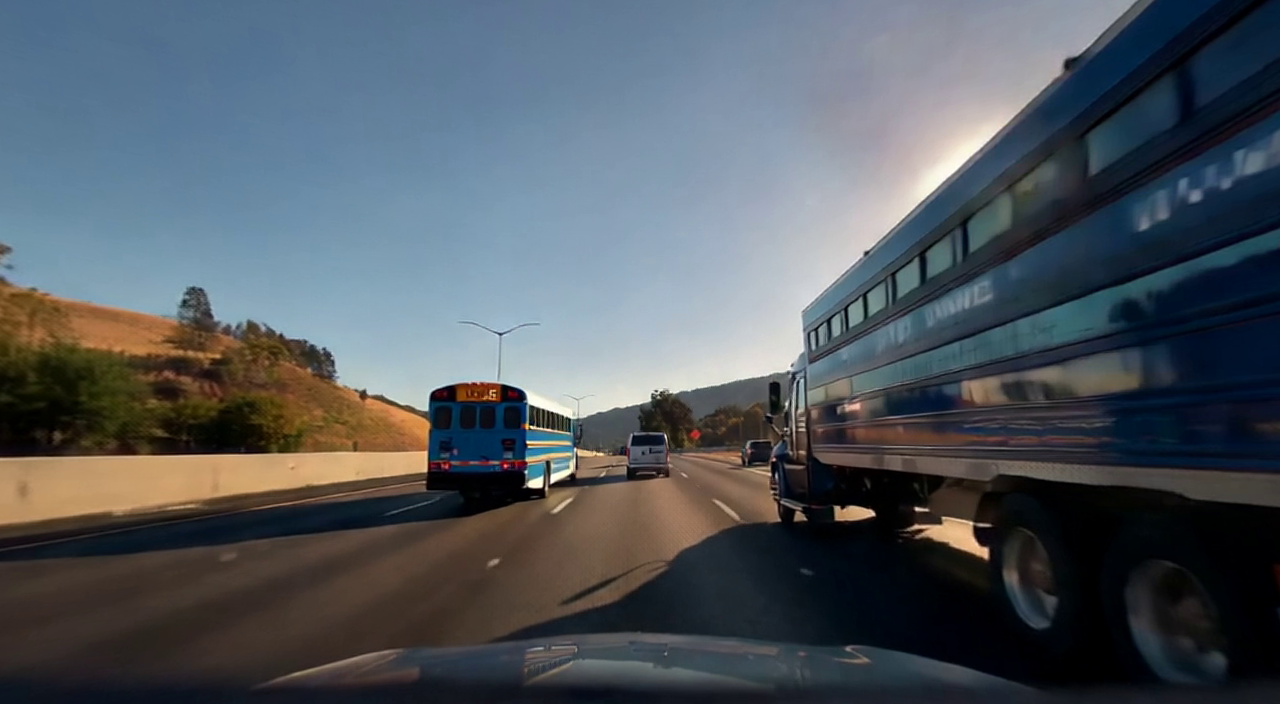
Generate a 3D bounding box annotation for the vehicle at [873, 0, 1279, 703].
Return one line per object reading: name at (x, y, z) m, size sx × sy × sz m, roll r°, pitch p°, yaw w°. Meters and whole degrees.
vehicle at (4.160, 0.039, 3.657) m, size 3.050 × 3.810 × 6.889 m, roll 0°, pitch -8°, yaw 2°

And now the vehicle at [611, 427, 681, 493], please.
vehicle at (0.145, 3.500, 20.758) m, size 2.037 × 1.929 × 4.343 m, roll 0°, pitch -8°, yaw -1°

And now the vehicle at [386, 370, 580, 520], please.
vehicle at (-3.539, 2.456, 16.805) m, size 2.947 × 3.009 × 7.991 m, roll 0°, pitch -8°, yaw 1°
